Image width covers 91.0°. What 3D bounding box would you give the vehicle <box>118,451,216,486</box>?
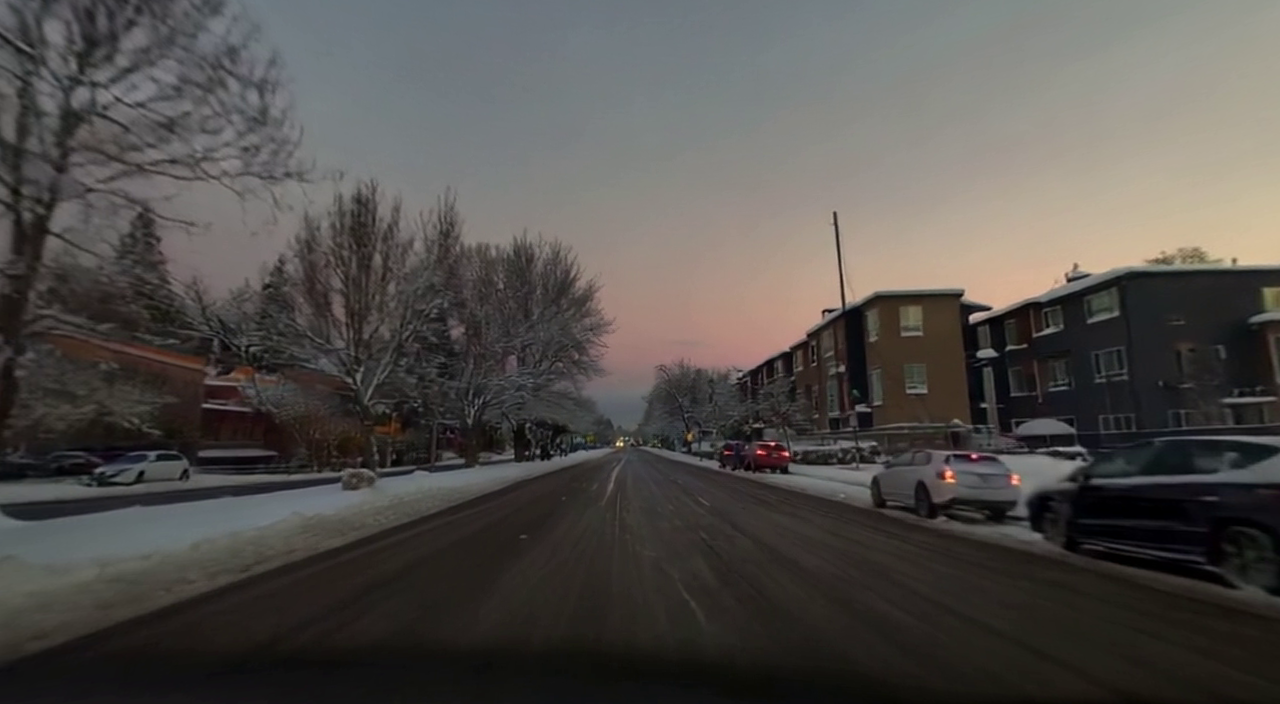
[{"bbox_3d":[-25.772,6.326,34.492,2.000,1.696,4.318,0,-9,0],"label":"vehicle"}]

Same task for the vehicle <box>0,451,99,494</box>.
[{"bbox_3d":[-26.062,5.148,27.137,1.781,1.666,4.238,0,-9,-3],"label":"vehicle"}]

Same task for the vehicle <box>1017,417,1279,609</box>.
[{"bbox_3d":[6.613,1.616,6.877,2.060,1.672,4.556,0,-9,-1],"label":"vehicle"}]

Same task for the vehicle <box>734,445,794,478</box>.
[{"bbox_3d":[6.182,5.497,31.982,2.056,1.528,4.816,0,-9,0],"label":"vehicle"}]

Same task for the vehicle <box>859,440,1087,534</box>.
[{"bbox_3d":[6.581,2.698,13.337,1.956,1.487,5.176,-3,-9,0],"label":"vehicle"}]
